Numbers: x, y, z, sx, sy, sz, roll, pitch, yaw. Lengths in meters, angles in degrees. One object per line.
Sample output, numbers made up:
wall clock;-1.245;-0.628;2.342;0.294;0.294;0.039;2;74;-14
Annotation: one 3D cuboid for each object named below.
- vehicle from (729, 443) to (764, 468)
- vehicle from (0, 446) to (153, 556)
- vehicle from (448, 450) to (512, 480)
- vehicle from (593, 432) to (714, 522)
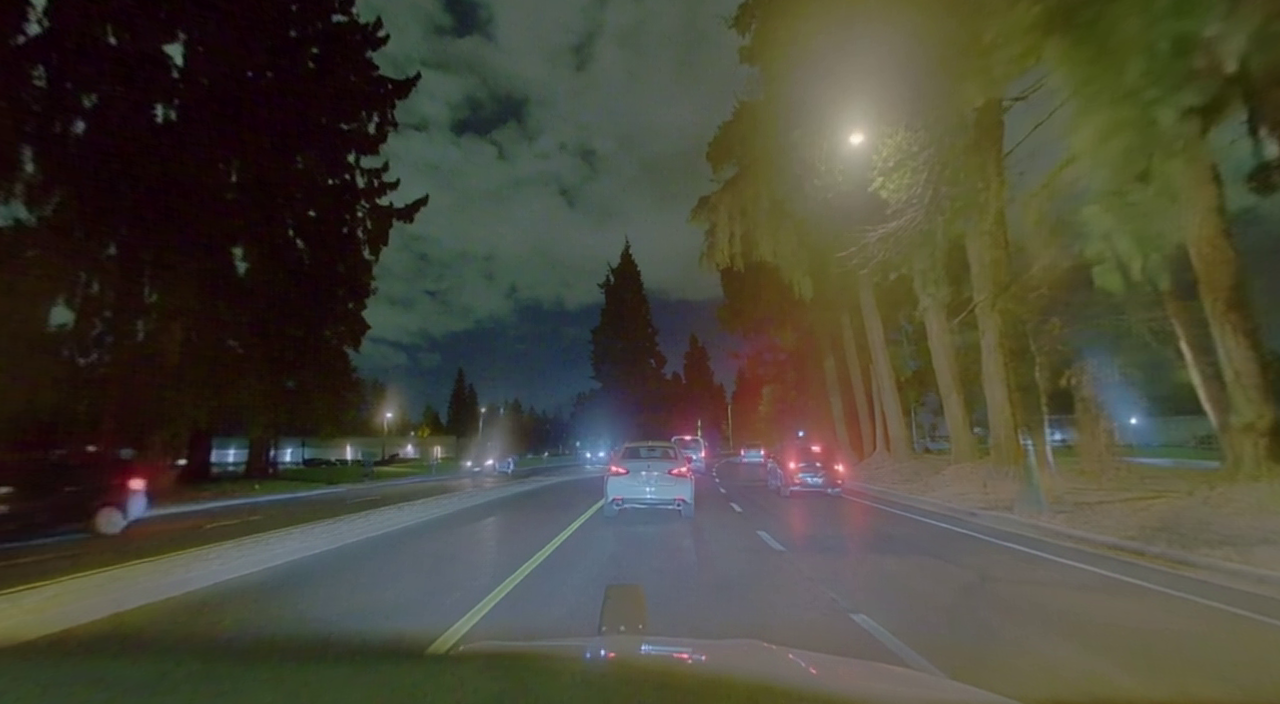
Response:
vehicle;6.717;6.527;40.089;1.984;1.507;4.359;-1;-8;7
vehicle;-11.051;2.448;10.551;2.068;1.688;4.665;0;-8;0
vehicle;-8.806;6.225;35.120;1.909;1.468;4.597;-1;-8;7
vehicle;0.339;2.543;13.395;2.154;1.585;3.997;-1;-8;3
